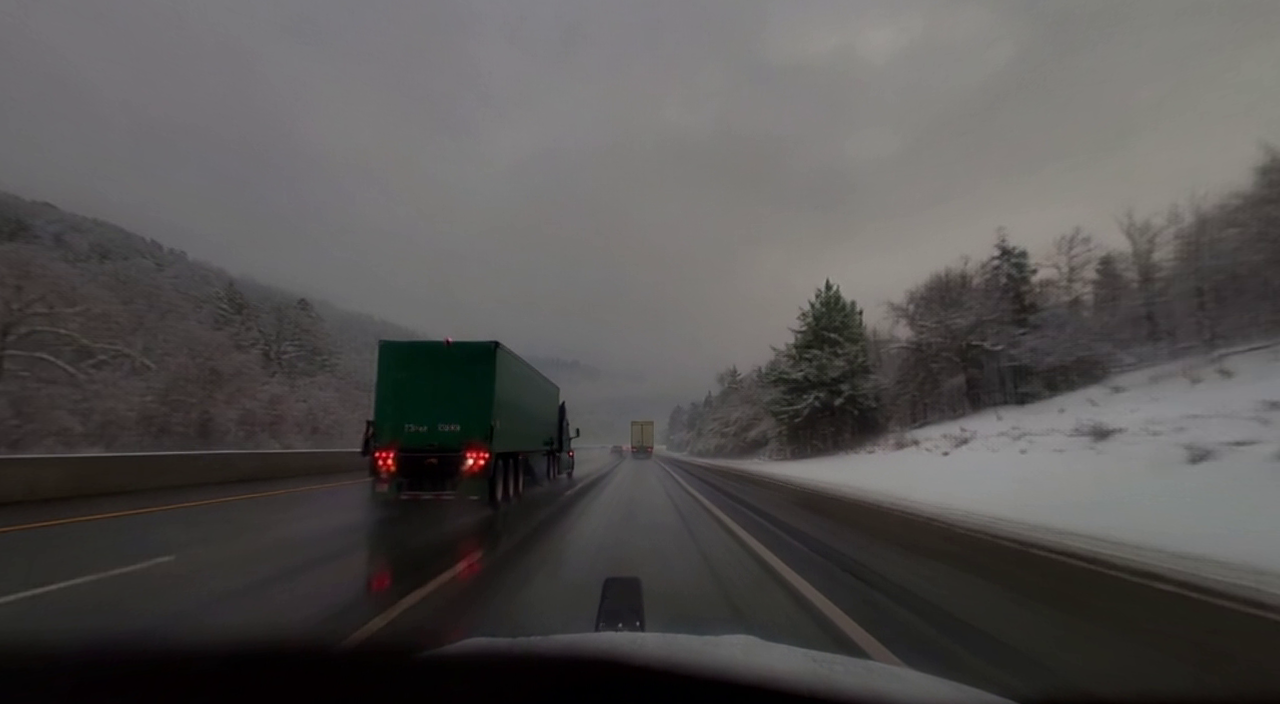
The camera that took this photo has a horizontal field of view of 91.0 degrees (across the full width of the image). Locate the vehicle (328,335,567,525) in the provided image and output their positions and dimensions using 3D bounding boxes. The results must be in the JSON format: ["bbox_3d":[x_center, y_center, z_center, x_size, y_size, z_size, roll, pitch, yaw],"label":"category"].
[{"bbox_3d":[-3.932,2.138,16.374,2.789,3.271,10.894,0,-9,0],"label":"vehicle"}]
